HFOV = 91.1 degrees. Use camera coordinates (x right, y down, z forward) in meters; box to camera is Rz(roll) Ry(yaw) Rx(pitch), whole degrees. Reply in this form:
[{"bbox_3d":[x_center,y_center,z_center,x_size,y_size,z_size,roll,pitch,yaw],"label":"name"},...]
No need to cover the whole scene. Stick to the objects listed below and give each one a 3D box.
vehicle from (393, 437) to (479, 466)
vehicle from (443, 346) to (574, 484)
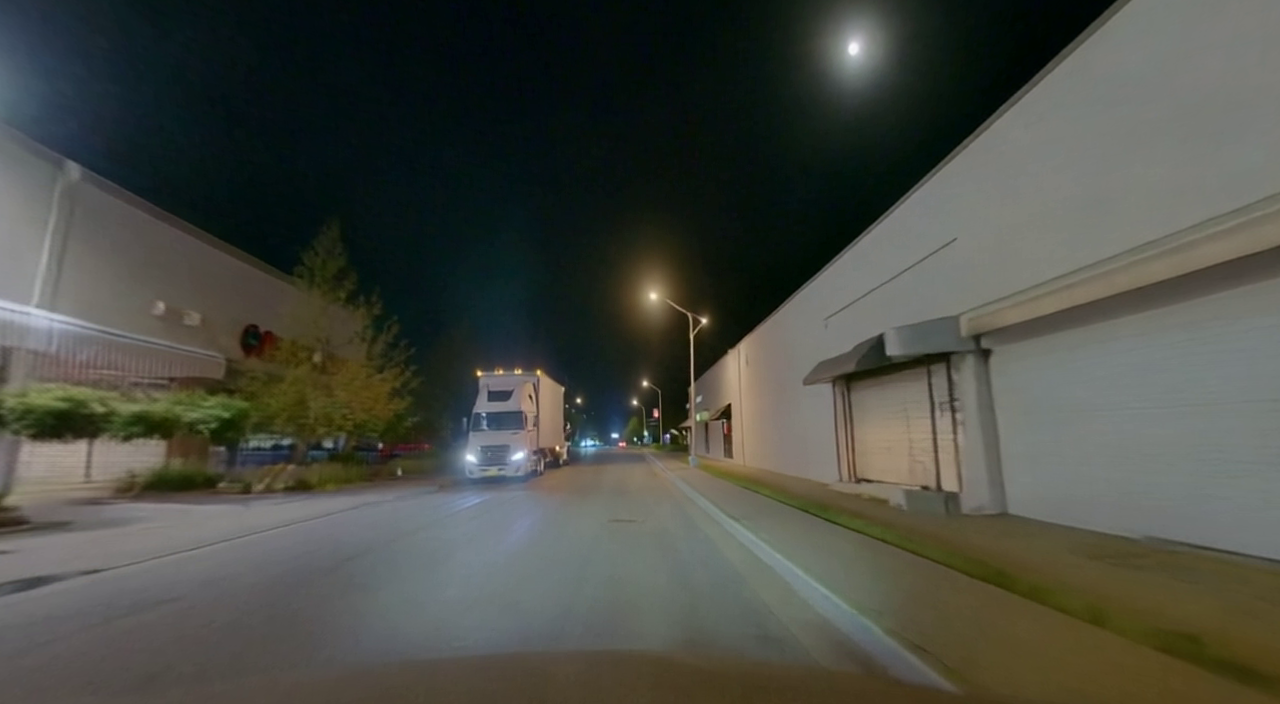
[{"bbox_3d":[-10.613,5.202,32.892,3.893,1.413,1.625,0,-9,-1],"label":"vehicle"},{"bbox_3d":[-5.325,3.064,29.263,2.976,4.754,15.127,0,-7,0],"label":"vehicle"}]
